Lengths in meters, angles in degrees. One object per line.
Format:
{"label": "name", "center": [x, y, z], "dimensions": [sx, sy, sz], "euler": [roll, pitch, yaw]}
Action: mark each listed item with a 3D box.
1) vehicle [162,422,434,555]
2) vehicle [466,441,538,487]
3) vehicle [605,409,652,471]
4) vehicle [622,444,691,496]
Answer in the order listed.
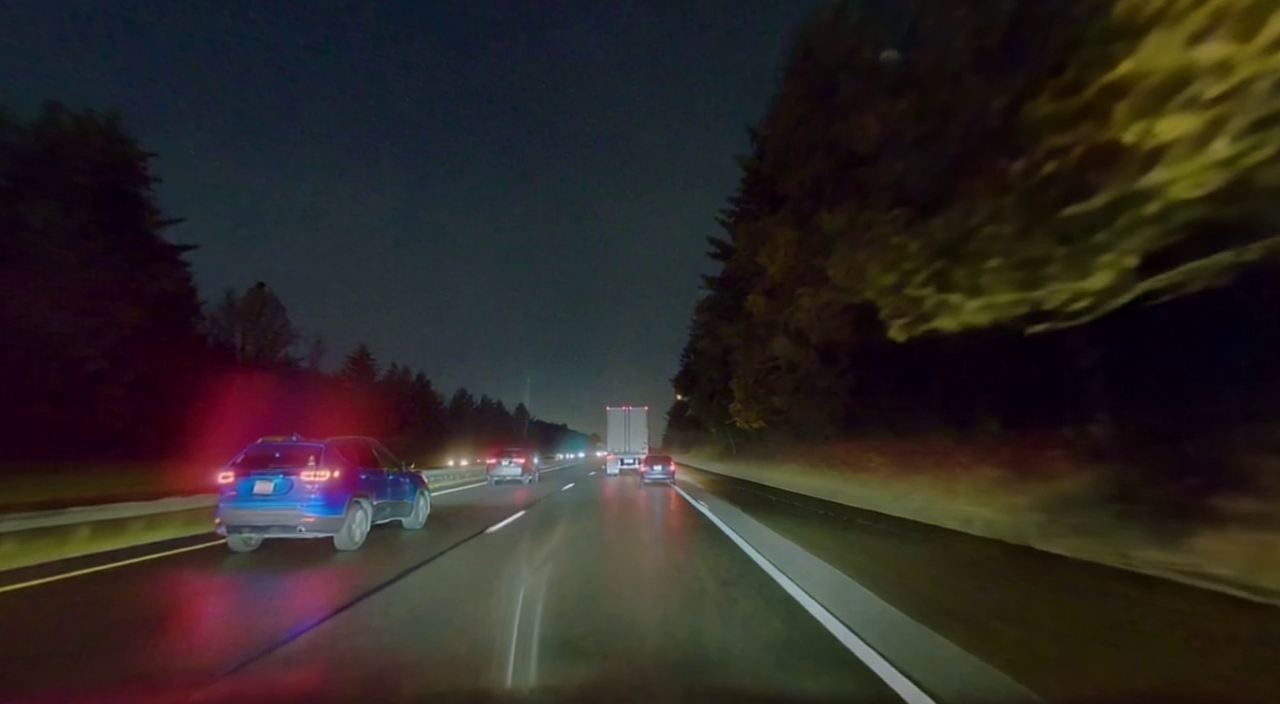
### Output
{"label": "vehicle", "center": [-5.065, 2.072, 10.139], "dimensions": [2.100, 1.671, 4.105], "euler": [0, -9, -1]}
{"label": "vehicle", "center": [-5.415, 4.441, 25.121], "dimensions": [2.035, 1.664, 4.064], "euler": [0, -9, -1]}
{"label": "vehicle", "center": [-0.974, 6.628, 46.686], "dimensions": [3.113, 4.066, 10.786], "euler": [0, -9, -2]}
{"label": "vehicle", "center": [0.445, 3.809, 20.561], "dimensions": [2.026, 1.489, 4.045], "euler": [0, -9, -1]}
